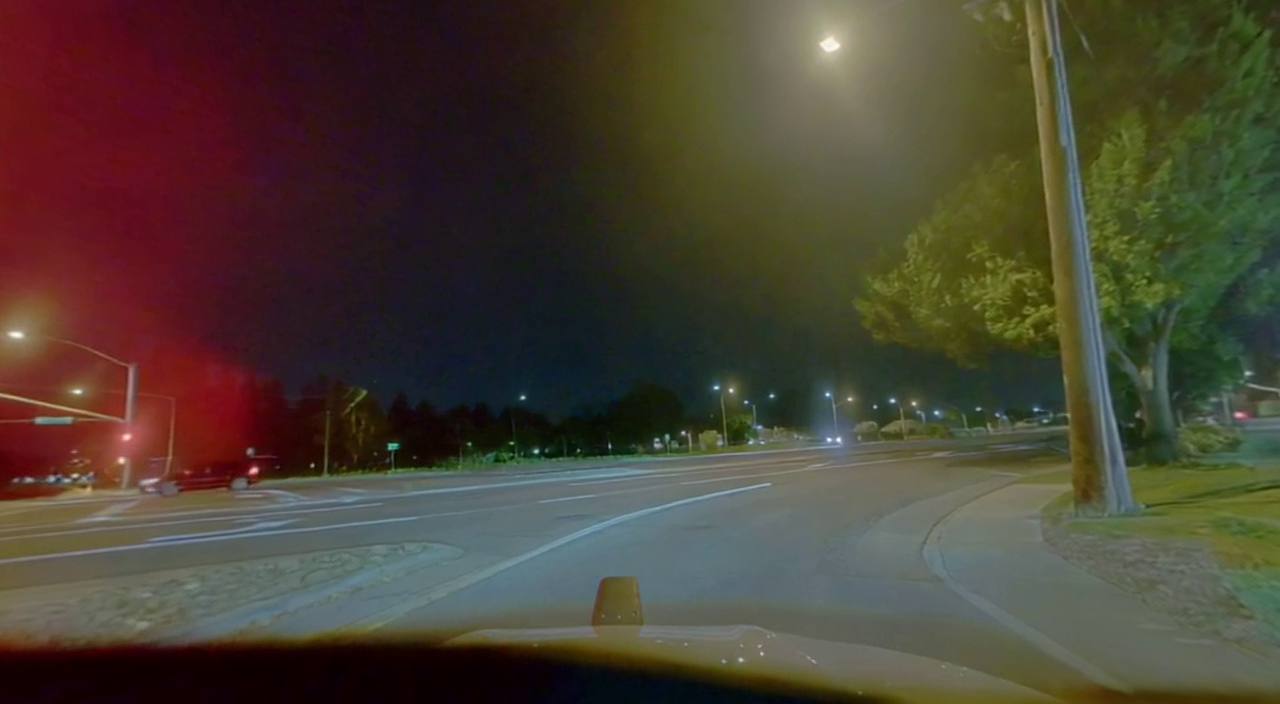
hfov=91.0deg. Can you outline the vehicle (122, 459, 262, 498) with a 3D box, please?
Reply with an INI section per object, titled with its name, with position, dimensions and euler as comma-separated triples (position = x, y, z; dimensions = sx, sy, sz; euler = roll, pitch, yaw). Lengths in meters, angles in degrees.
[vehicle]
position = -19.285, 5.398, 27.286
dimensions = 1.811, 1.444, 4.527
euler = -7, -11, 39
